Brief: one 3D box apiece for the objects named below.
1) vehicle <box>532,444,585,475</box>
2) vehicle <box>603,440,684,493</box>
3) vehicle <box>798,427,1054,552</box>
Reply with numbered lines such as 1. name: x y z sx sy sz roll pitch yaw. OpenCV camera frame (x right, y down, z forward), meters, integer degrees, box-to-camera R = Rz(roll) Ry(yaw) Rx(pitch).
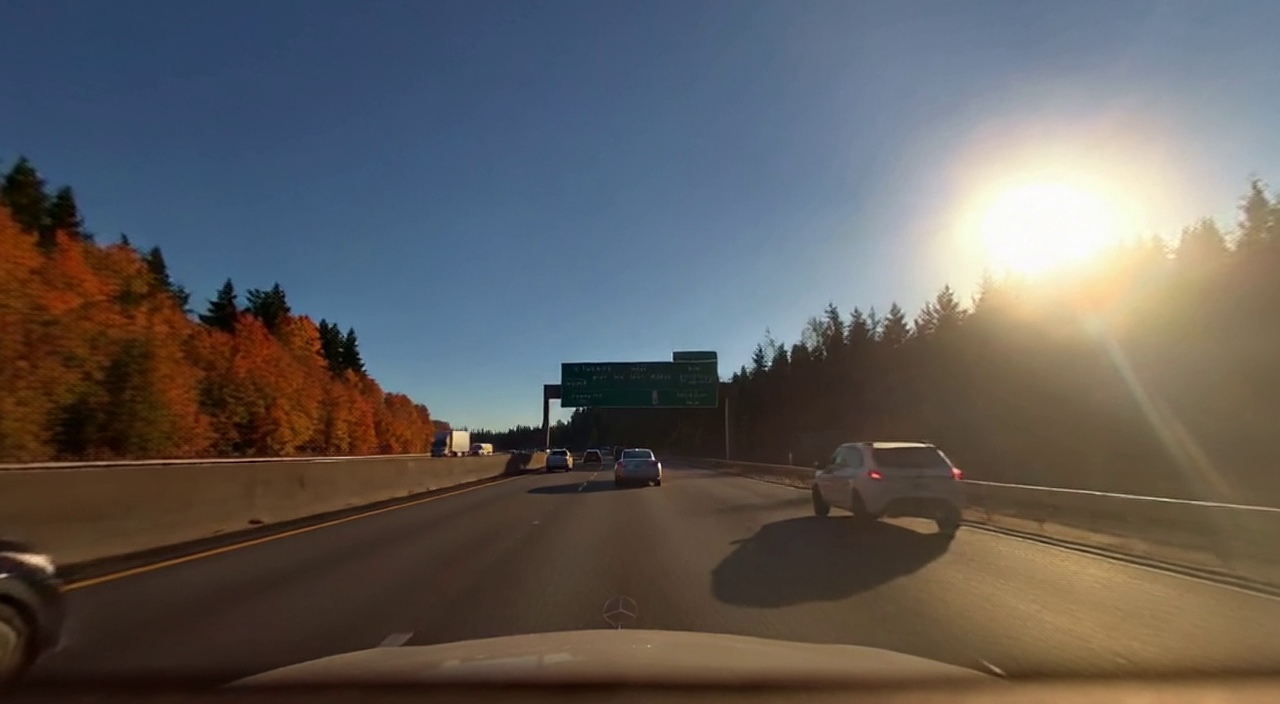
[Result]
1. vehicle: -4.701 6.279 36.679 2.545 1.679 4.267 0 -9 0
2. vehicle: 0.066 4.027 22.305 2.634 1.679 4.070 0 -9 -1
3. vehicle: 4.232 2.100 10.278 2.035 1.571 4.413 0 -9 -1
